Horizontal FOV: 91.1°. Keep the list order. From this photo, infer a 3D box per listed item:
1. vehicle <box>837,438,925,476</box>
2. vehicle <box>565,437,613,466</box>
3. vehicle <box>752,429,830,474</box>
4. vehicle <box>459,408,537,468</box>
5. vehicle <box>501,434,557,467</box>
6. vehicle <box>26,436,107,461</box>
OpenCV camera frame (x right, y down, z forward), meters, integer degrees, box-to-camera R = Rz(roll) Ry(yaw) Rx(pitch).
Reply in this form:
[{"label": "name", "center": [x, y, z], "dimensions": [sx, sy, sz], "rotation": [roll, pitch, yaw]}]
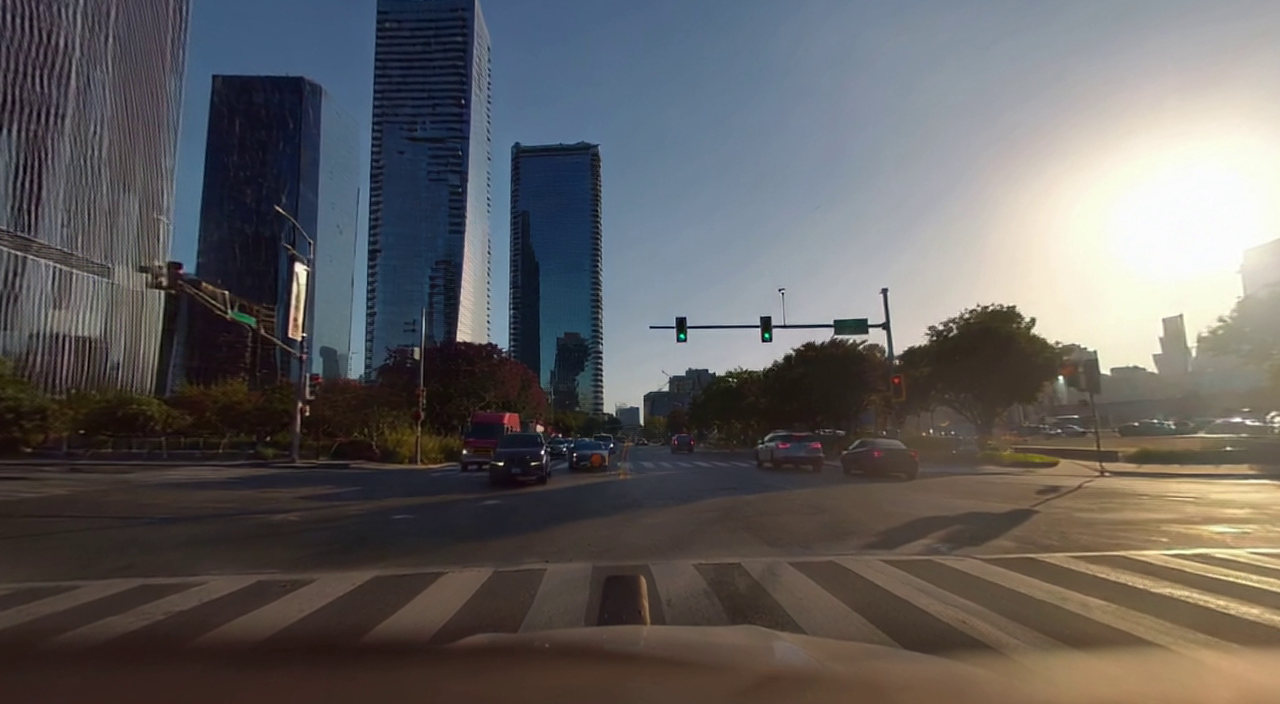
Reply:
[{"label": "vehicle", "center": [9.965, 4.363, 26.304], "dimensions": [1.896, 1.463, 4.296], "rotation": [0, -8, -1]}, {"label": "vehicle", "center": [-2.742, 5.478, 34.767], "dimensions": [2.147, 1.481, 4.331], "rotation": [0, -8, 2]}, {"label": "vehicle", "center": [6.241, 4.187, 26.581], "dimensions": [2.098, 1.723, 4.881], "rotation": [0, -8, 0]}, {"label": "vehicle", "center": [-9.182, 5.510, 41.707], "dimensions": [3.191, 3.314, 7.914], "rotation": [-3, -4, 0]}, {"label": "vehicle", "center": [-6.045, 5.434, 34.757], "dimensions": [2.182, 1.677, 4.384], "rotation": [0, -8, 1]}, {"label": "vehicle", "center": [-35.488, 5.980, 38.958], "dimensions": [1.628, 1.448, 3.621], "rotation": [0, -9, -2]}]
